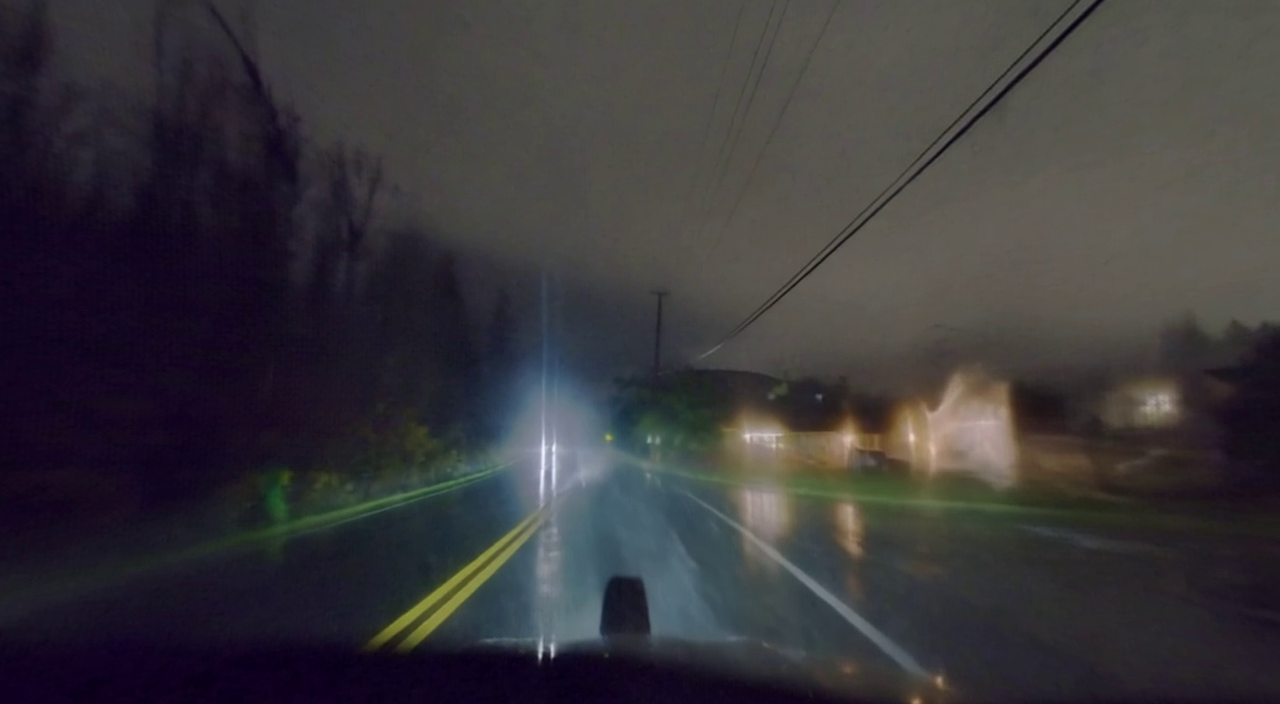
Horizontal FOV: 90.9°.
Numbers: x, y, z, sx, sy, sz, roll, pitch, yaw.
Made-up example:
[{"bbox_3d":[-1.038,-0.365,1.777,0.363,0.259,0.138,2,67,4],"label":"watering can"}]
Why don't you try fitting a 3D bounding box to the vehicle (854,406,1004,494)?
[{"bbox_3d":[12.829,4.350,28.103,5.297,3.064,2.935,10,-8,-15],"label":"vehicle"}]
